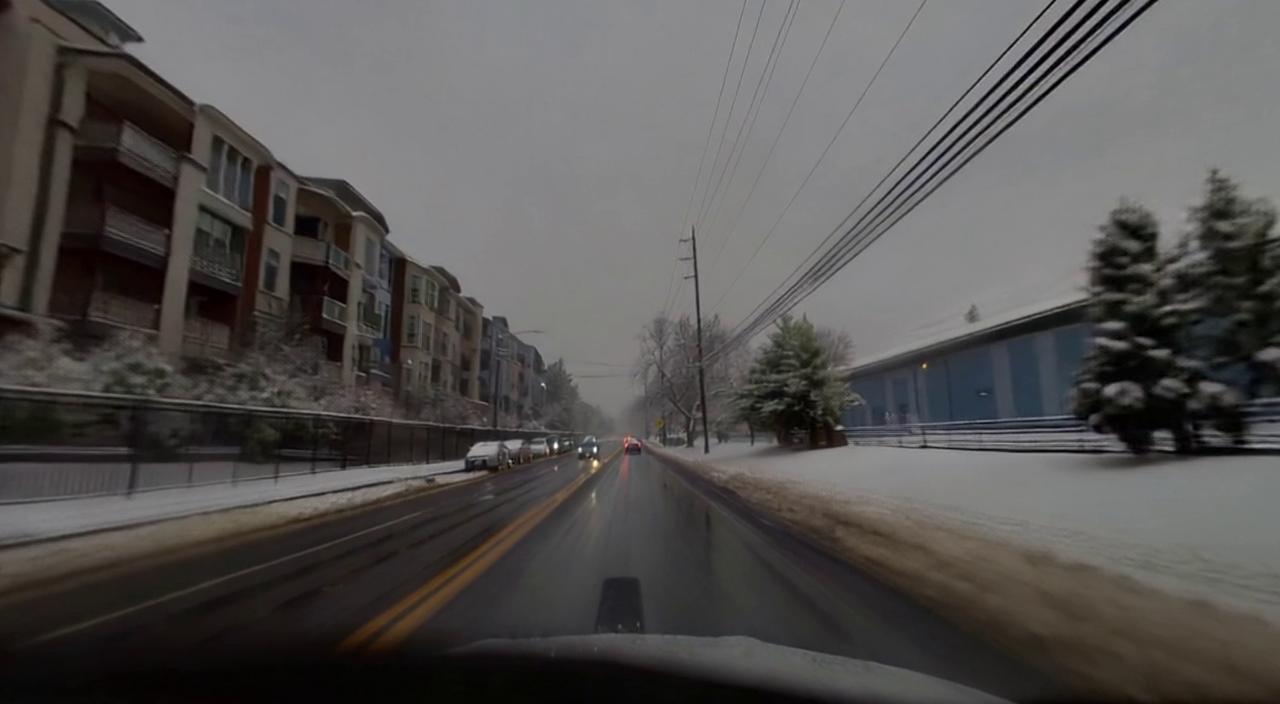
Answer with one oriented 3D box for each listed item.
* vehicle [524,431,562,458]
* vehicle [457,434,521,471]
[{"bbox_3d":[-7.481,7.175,49.352,2.098,1.851,4.817,2,-7,1],"label":"vehicle"},{"bbox_3d":[-7.206,4.843,30.599,1.913,1.560,4.513,2,-8,0],"label":"vehicle"}]
